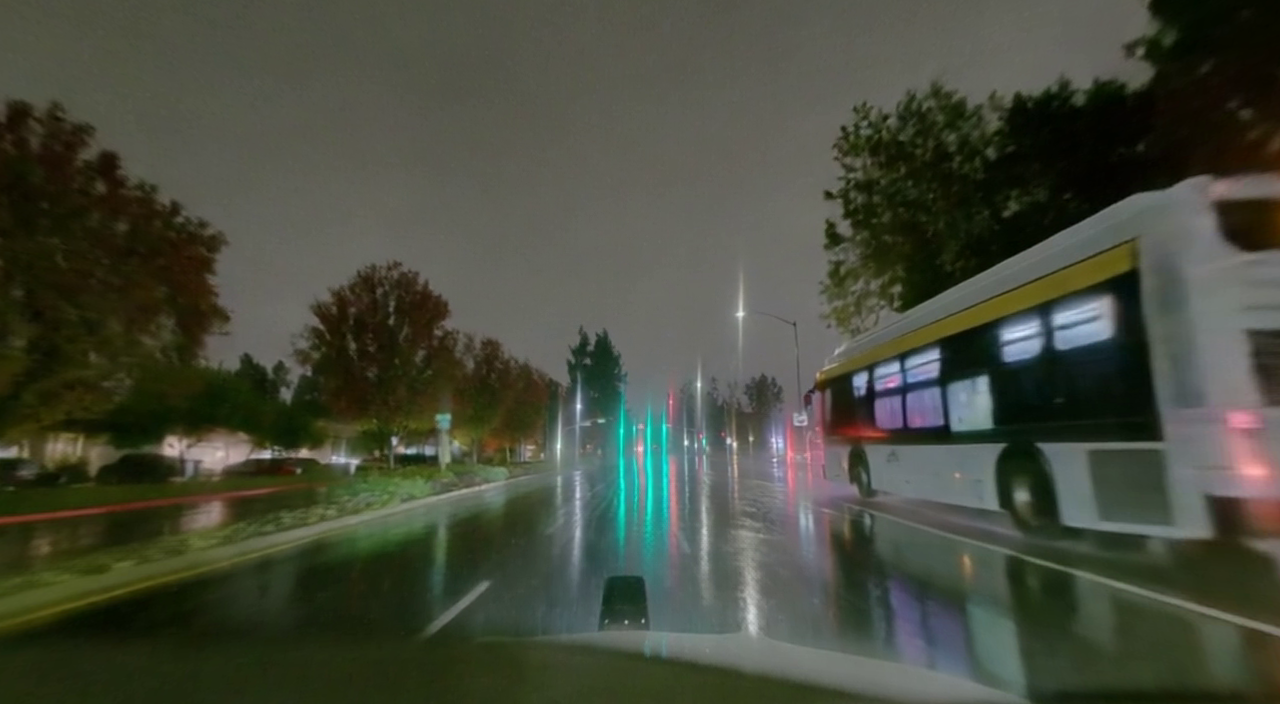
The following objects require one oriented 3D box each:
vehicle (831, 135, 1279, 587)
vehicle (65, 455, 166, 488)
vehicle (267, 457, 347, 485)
[{"bbox_3d":[8.171,0.883,12.710,4.582,4.678,12.589,0,-8,0],"label":"vehicle"},{"bbox_3d":[-30.176,6.855,36.357,4.251,1.563,1.950,-3,-8,4],"label":"vehicle"},{"bbox_3d":[-21.128,7.555,40.312,2.114,1.602,4.824,-1,-9,6],"label":"vehicle"}]
